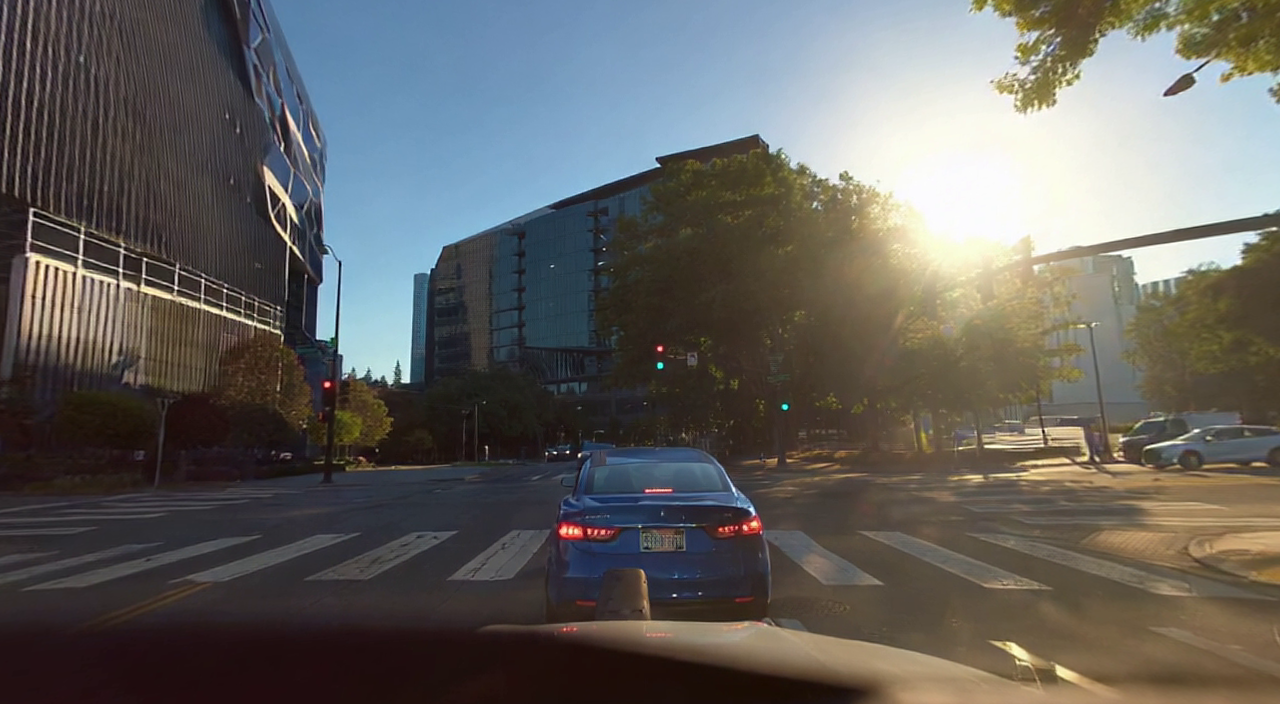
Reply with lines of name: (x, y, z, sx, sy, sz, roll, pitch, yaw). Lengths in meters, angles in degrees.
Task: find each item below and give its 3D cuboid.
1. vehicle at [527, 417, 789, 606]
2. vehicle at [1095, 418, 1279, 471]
vehicle: (-0.149, 1.643, 7.494, 1.893, 1.532, 4.145, 2, -9, -16)
vehicle: (19.157, 3.261, 22.220, 4.675, 1.772, 1.945, 0, -8, 0)
